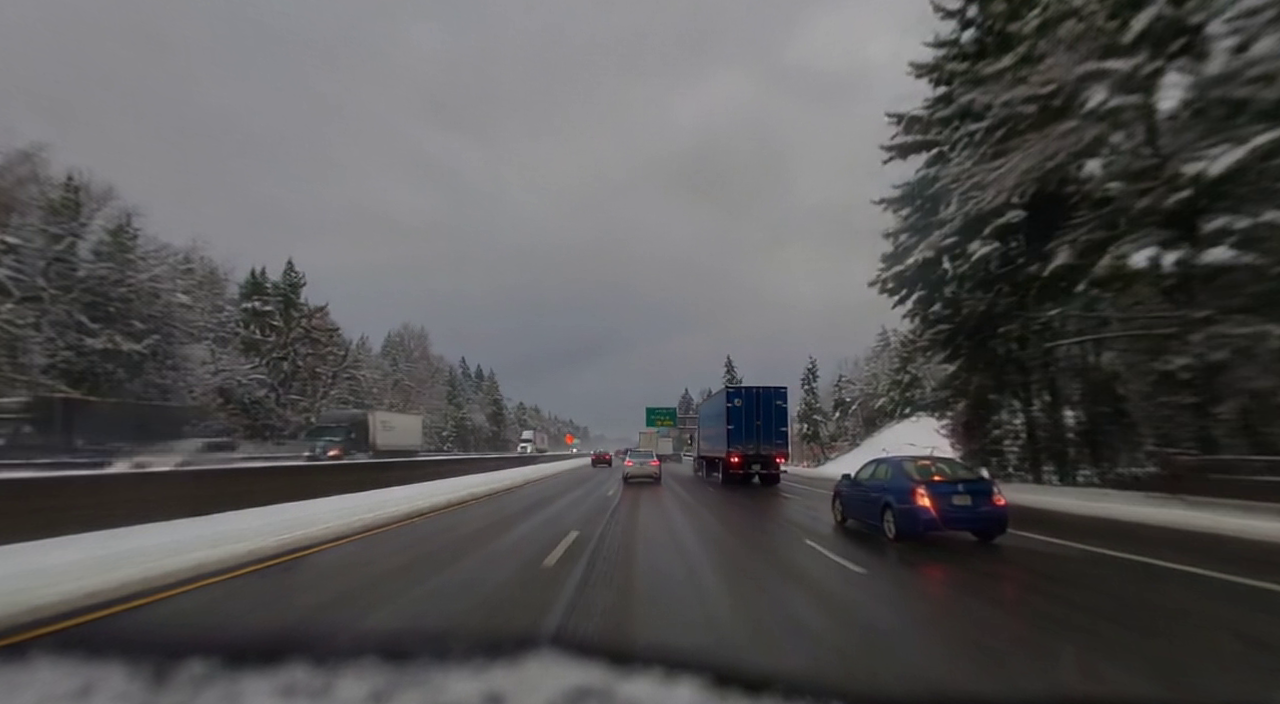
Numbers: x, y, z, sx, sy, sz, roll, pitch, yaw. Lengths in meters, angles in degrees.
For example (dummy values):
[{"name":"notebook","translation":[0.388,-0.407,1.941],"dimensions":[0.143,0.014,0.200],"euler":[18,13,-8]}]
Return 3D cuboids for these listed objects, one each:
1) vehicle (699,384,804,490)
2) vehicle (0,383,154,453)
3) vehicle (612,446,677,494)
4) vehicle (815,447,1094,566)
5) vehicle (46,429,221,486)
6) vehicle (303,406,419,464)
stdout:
[{"name":"vehicle","translation":[4.876,4.310,30.994],"dimensions":[2.877,4.035,13.897],"euler":[0,-9,1]},{"name":"vehicle","translation":[-19.977,2.393,21.572],"dimensions":[2.268,2.025,5.234],"euler":[0,-10,2]},{"name":"vehicle","translation":[0.149,4.143,22.371],"dimensions":[2.089,1.516,4.191],"euler":[0,-9,0]},{"name":"vehicle","translation":[4.323,2.177,9.673],"dimensions":[2.037,1.377,4.407],"euler":[0,-9,0]},{"name":"vehicle","translation":[-15.519,3.279,19.672],"dimensions":[1.837,1.566,4.209],"euler":[0,-9,2]},{"name":"vehicle","translation":[-19.408,6.092,45.014],"dimensions":[2.806,3.616,11.656],"euler":[0,-9,1]}]
